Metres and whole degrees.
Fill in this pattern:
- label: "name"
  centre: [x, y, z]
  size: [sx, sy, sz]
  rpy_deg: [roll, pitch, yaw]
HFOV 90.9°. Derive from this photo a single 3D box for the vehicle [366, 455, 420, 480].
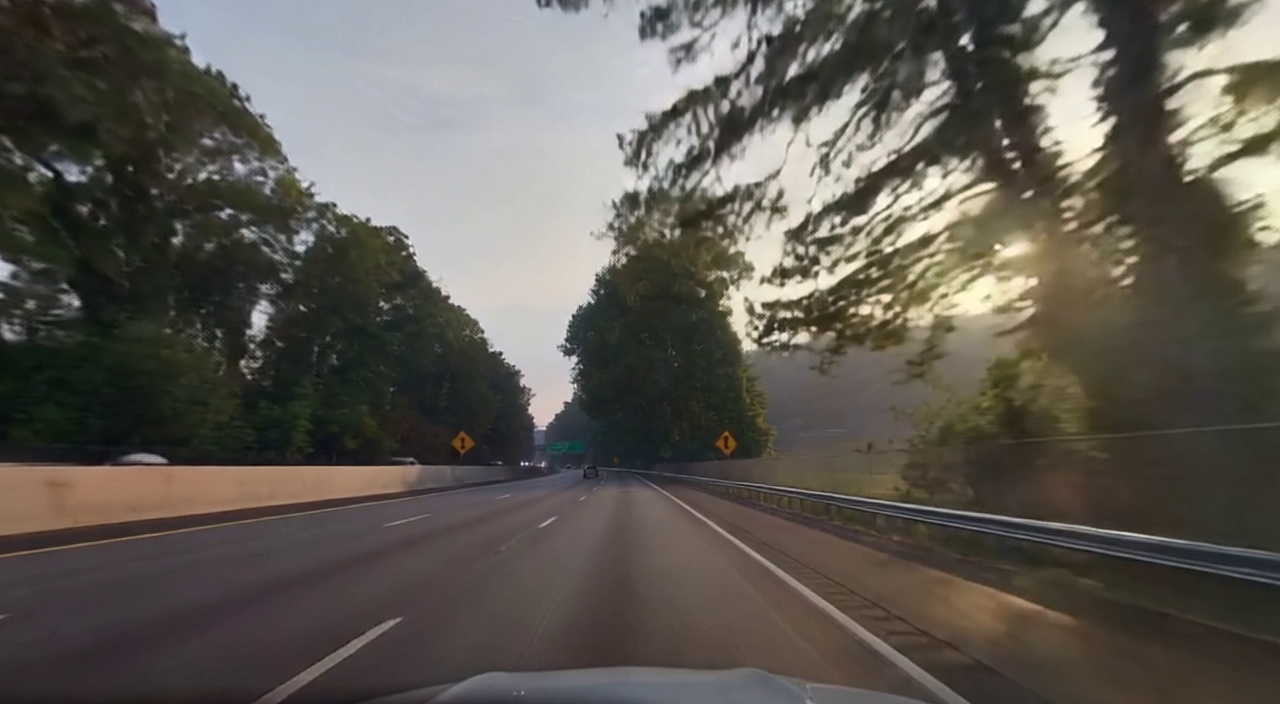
- label: "vehicle"
  centre: [-17.548, 8.243, 45.053]
  size: [2.041, 1.667, 4.698]
  rpy_deg: [1, -10, -1]
